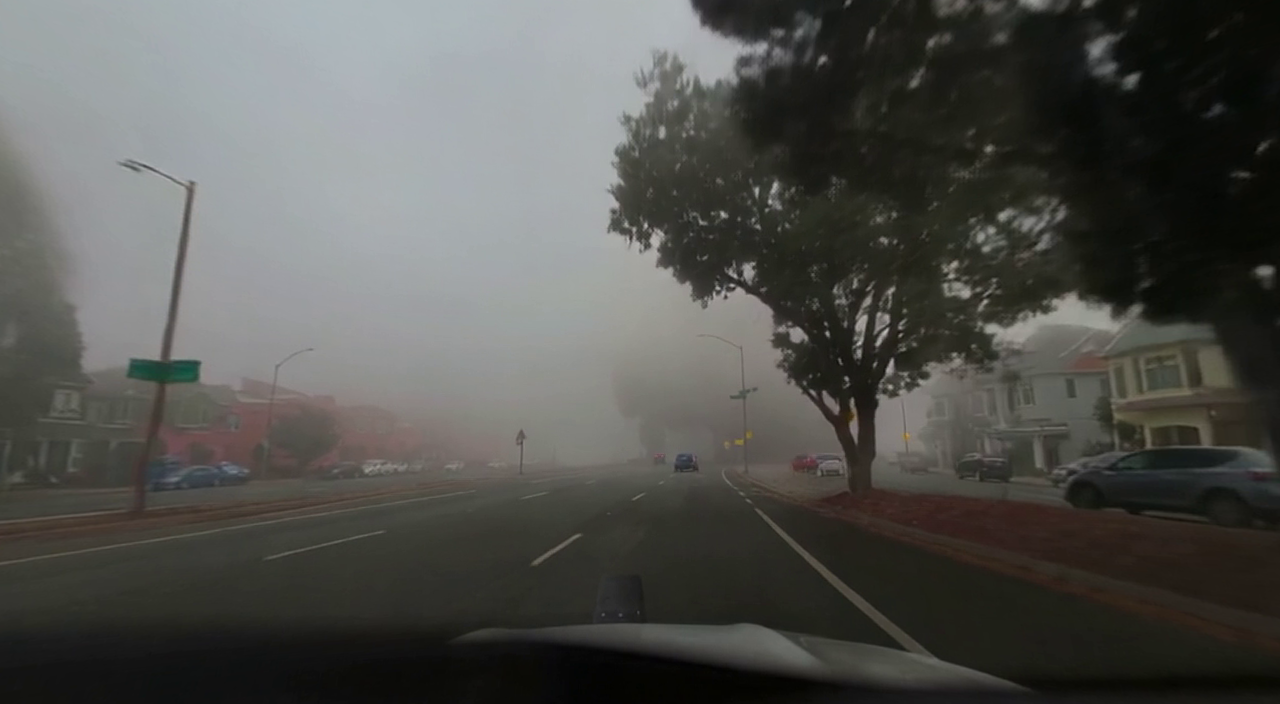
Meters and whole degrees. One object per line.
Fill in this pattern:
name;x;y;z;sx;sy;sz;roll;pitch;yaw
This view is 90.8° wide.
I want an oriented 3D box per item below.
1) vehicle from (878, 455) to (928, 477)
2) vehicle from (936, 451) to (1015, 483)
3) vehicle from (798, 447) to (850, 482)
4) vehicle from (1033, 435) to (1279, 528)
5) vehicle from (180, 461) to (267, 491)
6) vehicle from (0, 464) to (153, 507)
vehicle;18.879;8.183;45.582;1.969;1.465;4.930;-1;-9;6
vehicle;17.573;6.051;33.362;1.940;1.556;4.542;-1;-9;4
vehicle;11.476;7.148;39.787;1.923;1.741;4.683;-4;-14;2
vehicle;10.453;2.669;12.776;1.988;1.487;4.479;-1;-13;-1
vehicle;-26.496;7.879;40.425;2.032;1.799;4.636;-1;-9;6
vehicle;-22.143;5.181;24.889;1.880;1.455;4.599;-1;-9;7
